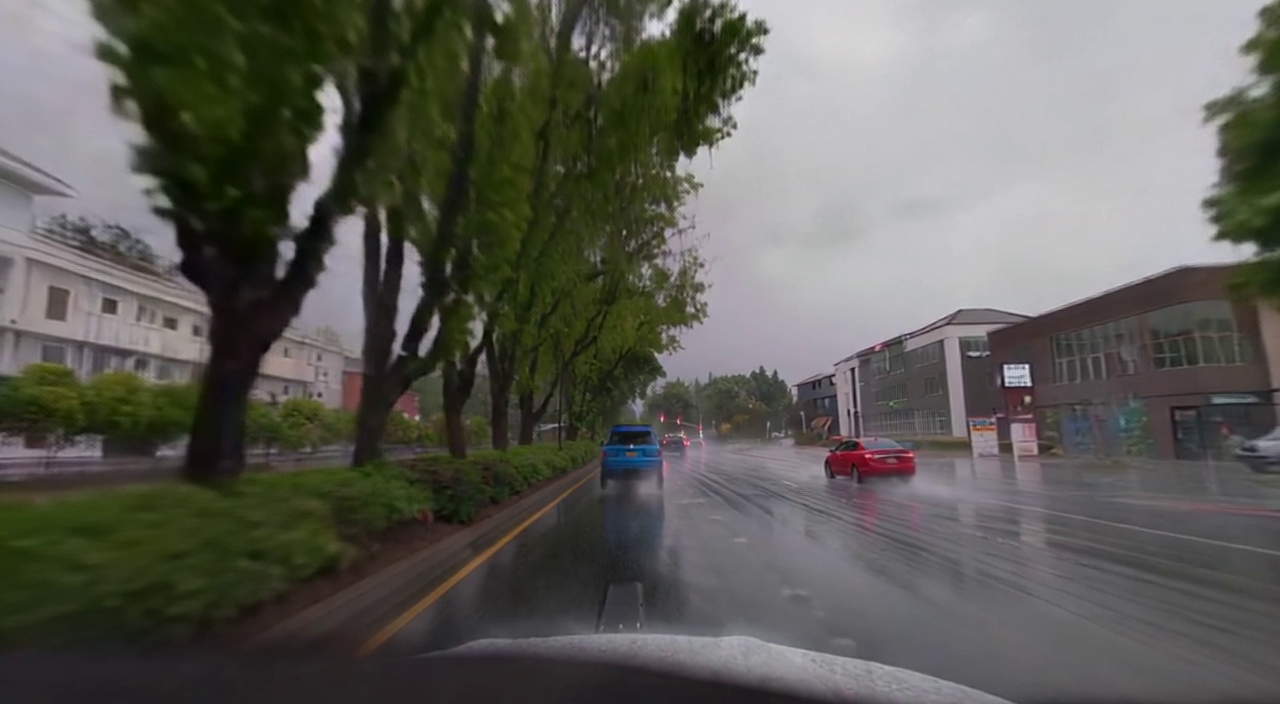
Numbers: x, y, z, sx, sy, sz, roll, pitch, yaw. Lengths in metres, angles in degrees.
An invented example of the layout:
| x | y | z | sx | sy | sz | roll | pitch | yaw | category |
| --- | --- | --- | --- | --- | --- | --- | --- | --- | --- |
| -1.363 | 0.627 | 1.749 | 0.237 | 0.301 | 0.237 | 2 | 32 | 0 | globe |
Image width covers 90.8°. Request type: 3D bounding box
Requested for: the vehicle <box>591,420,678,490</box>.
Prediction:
| x | y | z | sx | sy | sz | roll | pitch | yaw | category |
| --- | --- | --- | --- | --- | --- | --- | --- | --- | --- |
| -0.175 | 3.016 | 18.659 | 2.277 | 1.816 | 4.192 | 0 | -8 | -1 | vehicle |

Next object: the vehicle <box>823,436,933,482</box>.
| x | y | z | sx | sy | sz | roll | pitch | yaw | category |
| --- | --- | --- | --- | --- | --- | --- | --- | --- | --- |
| 8.269 | 3.766 | 22.498 | 2.002 | 1.456 | 4.631 | 0 | -9 | -1 | vehicle |
